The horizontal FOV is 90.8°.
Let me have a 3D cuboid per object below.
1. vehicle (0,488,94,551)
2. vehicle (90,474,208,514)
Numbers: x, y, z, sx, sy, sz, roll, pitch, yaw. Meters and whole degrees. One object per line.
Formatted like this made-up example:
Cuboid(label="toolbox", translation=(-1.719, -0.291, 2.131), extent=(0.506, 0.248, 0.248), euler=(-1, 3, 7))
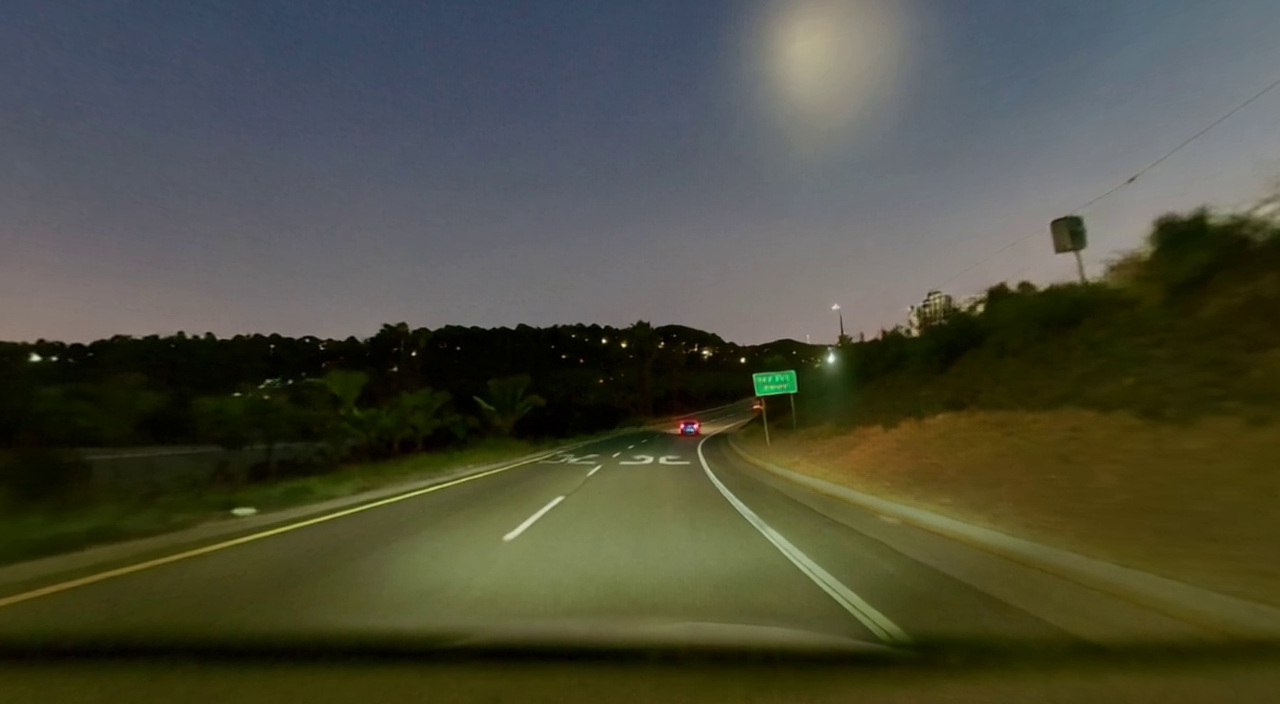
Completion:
Cuboid(label="vehicle", translation=(-20.892, 5.492, 20.739), extent=(1.956, 1.716, 4.330), euler=(0, -8, 0))
Cuboid(label="vehicle", translation=(-27.220, 7.869, 35.381), extent=(2.281, 1.759, 5.531), euler=(0, -8, -2))
